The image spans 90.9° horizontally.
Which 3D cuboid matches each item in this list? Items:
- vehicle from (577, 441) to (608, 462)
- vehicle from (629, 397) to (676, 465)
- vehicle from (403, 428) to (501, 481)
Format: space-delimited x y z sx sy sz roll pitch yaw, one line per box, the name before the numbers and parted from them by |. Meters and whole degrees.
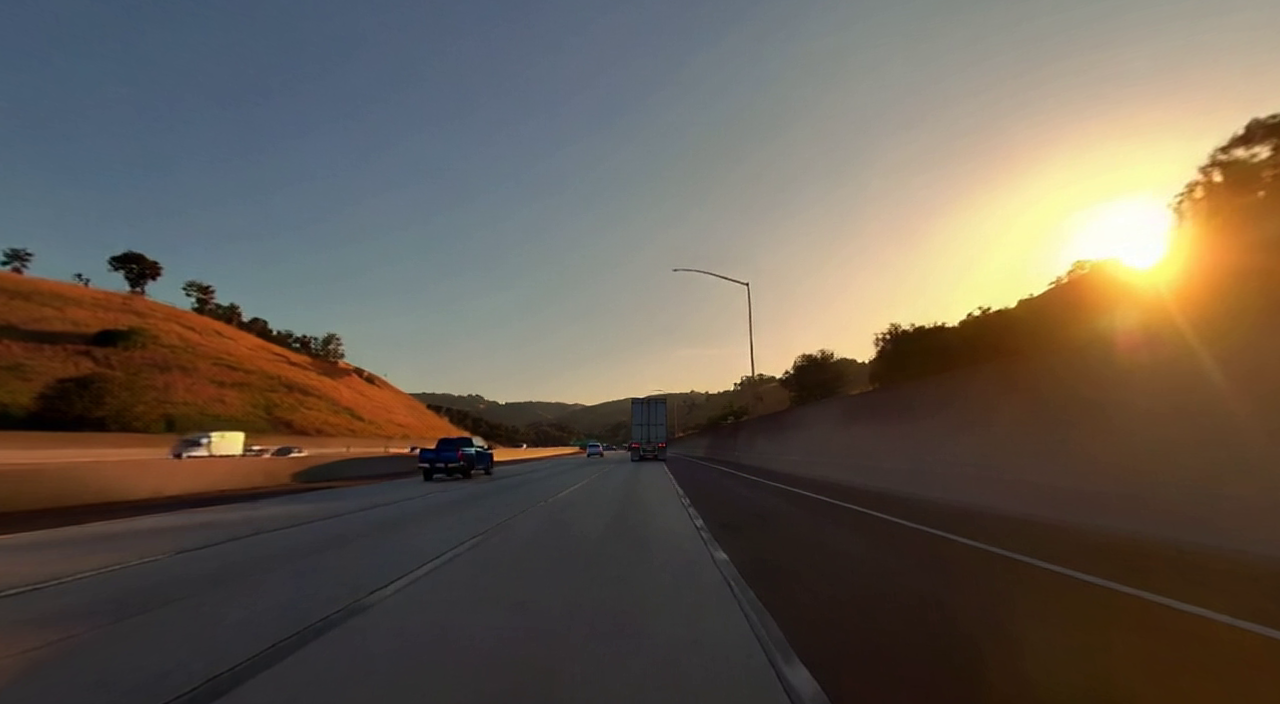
vehicle | -3.633 7.666 48.761 1.983 1.508 4.060 0 -8 2
vehicle | 0.947 6.060 47.282 2.951 4.229 15.519 0 -8 1
vehicle | -7.182 3.987 24.805 2.113 1.837 5.339 0 -8 1
